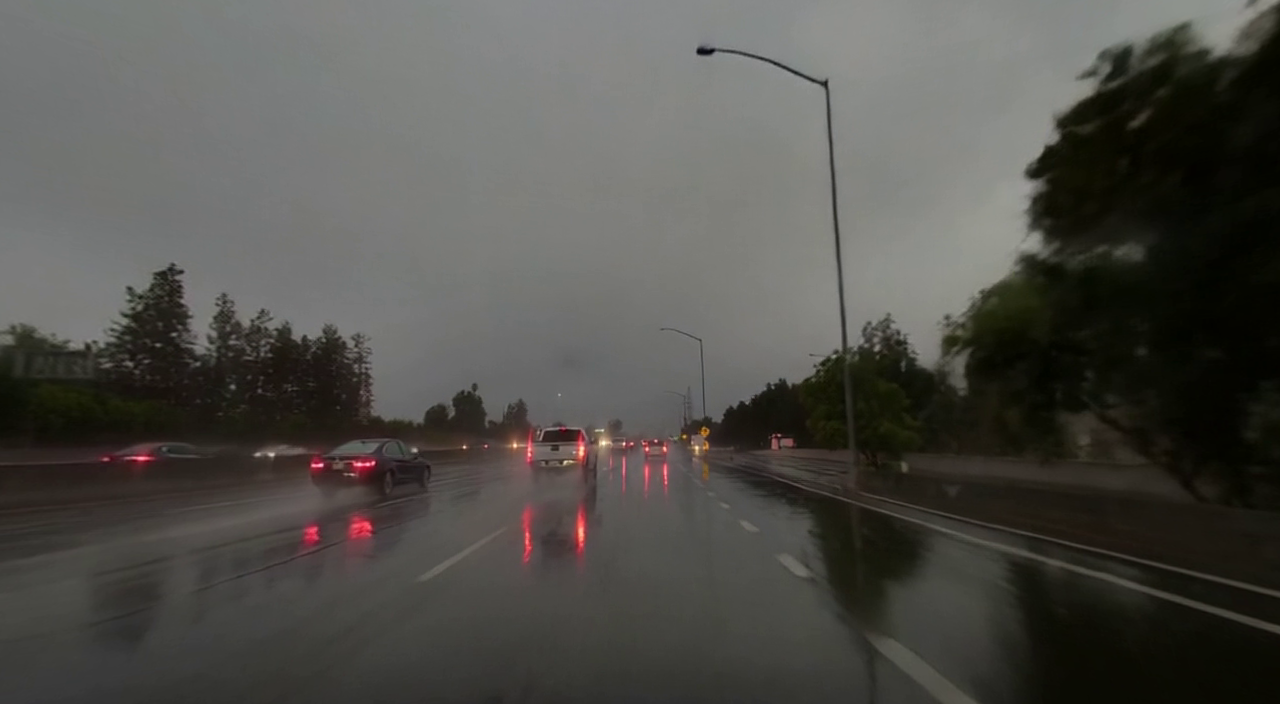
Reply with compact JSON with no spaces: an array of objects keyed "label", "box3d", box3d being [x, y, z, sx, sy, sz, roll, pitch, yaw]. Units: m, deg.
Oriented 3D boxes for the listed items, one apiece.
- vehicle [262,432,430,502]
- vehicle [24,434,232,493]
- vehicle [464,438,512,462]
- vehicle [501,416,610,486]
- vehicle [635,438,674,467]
[{"label":"vehicle","box3d":[-7.104,2.804,15.798,1.964,1.481,4.425,0,-8,2]},{"label":"vehicle","box3d":[-14.500,3.165,18.270,1.938,1.475,4.760,0,-8,2]},{"label":"vehicle","box3d":[-9.976,6.474,41.493,1.915,1.472,4.502,0,-8,2]},{"label":"vehicle","box3d":[-2.684,3.431,22.154,2.815,2.092,6.526,0,-8,1]},{"label":"vehicle","box3d":[0.760,5.512,34.688,2.013,1.444,4.447,0,-8,1]}]
